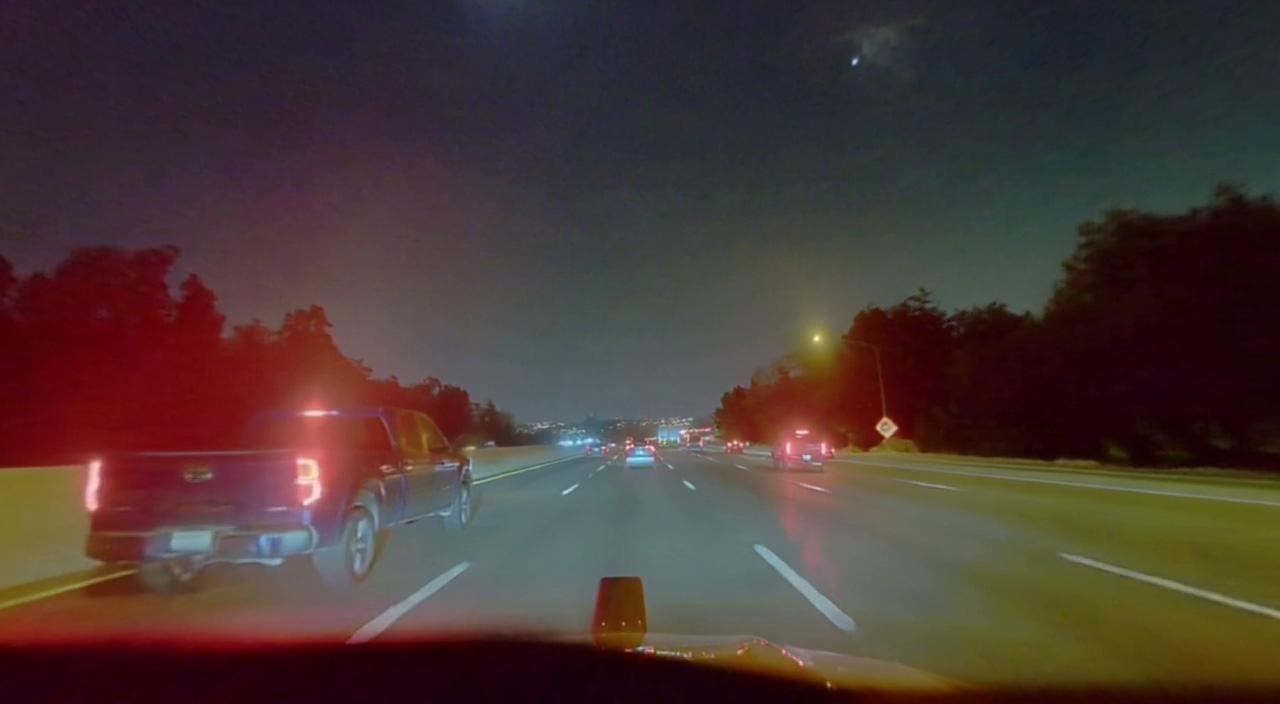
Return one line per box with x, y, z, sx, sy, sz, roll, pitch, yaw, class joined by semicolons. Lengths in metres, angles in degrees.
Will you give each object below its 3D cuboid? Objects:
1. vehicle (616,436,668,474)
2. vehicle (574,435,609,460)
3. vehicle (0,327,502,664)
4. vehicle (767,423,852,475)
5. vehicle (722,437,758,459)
0.087;4.380;27.046;2.071;1.464;4.162;0;-8;0;vehicle
-3.396;6.778;44.867;2.140;1.720;4.410;0;-8;0;vehicle
-3.423;1.249;6.667;2.487;1.979;5.742;0;-8;2;vehicle
6.885;4.012;26.285;2.094;1.916;5.099;0;-8;0;vehicle
7.229;6.993;45.951;1.894;1.511;4.148;0;-8;-1;vehicle
